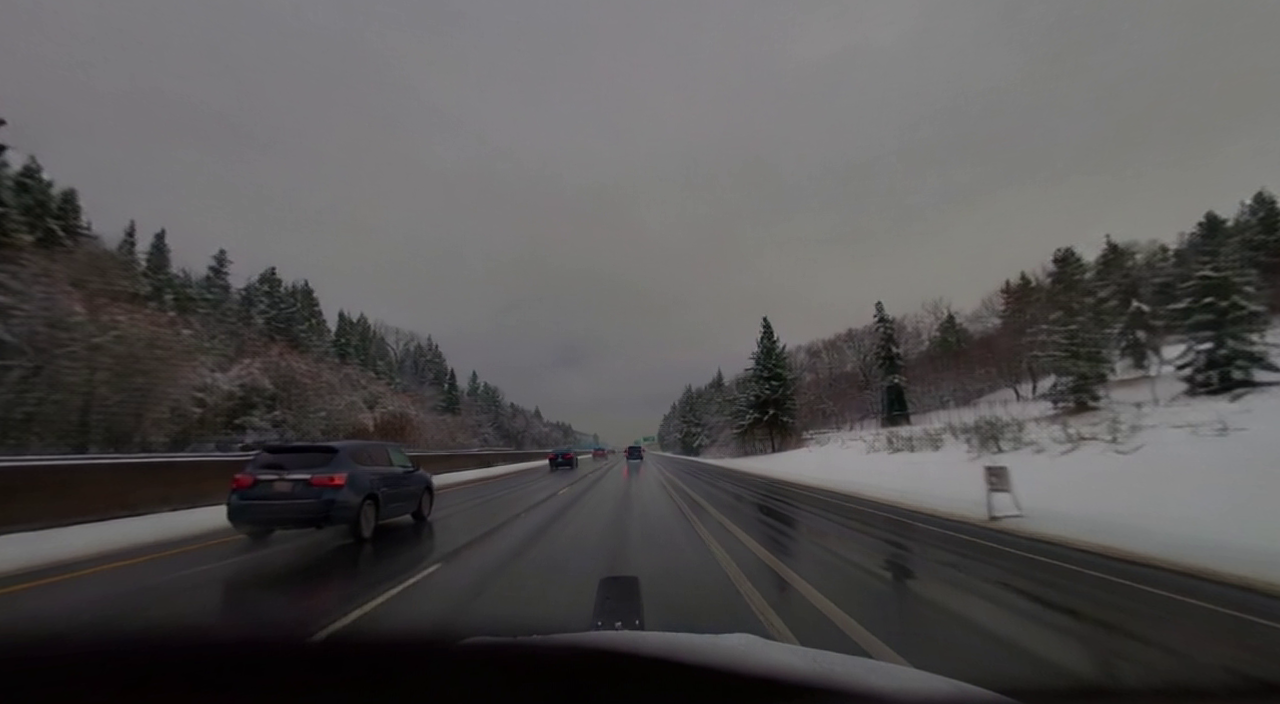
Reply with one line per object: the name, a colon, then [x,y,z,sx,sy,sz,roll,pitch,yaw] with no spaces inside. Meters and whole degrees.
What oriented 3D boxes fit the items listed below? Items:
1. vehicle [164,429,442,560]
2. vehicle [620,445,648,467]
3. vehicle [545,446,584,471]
vehicle: [-4.636,2.001,9.608,1.838,1.508,4.317,0,-9,0]
vehicle: [-0.496,8.177,49.610,2.070,1.603,4.806,1,-9,-1]
vehicle: [-4.818,6.847,40.854,2.052,1.468,4.390,0,-9,0]
